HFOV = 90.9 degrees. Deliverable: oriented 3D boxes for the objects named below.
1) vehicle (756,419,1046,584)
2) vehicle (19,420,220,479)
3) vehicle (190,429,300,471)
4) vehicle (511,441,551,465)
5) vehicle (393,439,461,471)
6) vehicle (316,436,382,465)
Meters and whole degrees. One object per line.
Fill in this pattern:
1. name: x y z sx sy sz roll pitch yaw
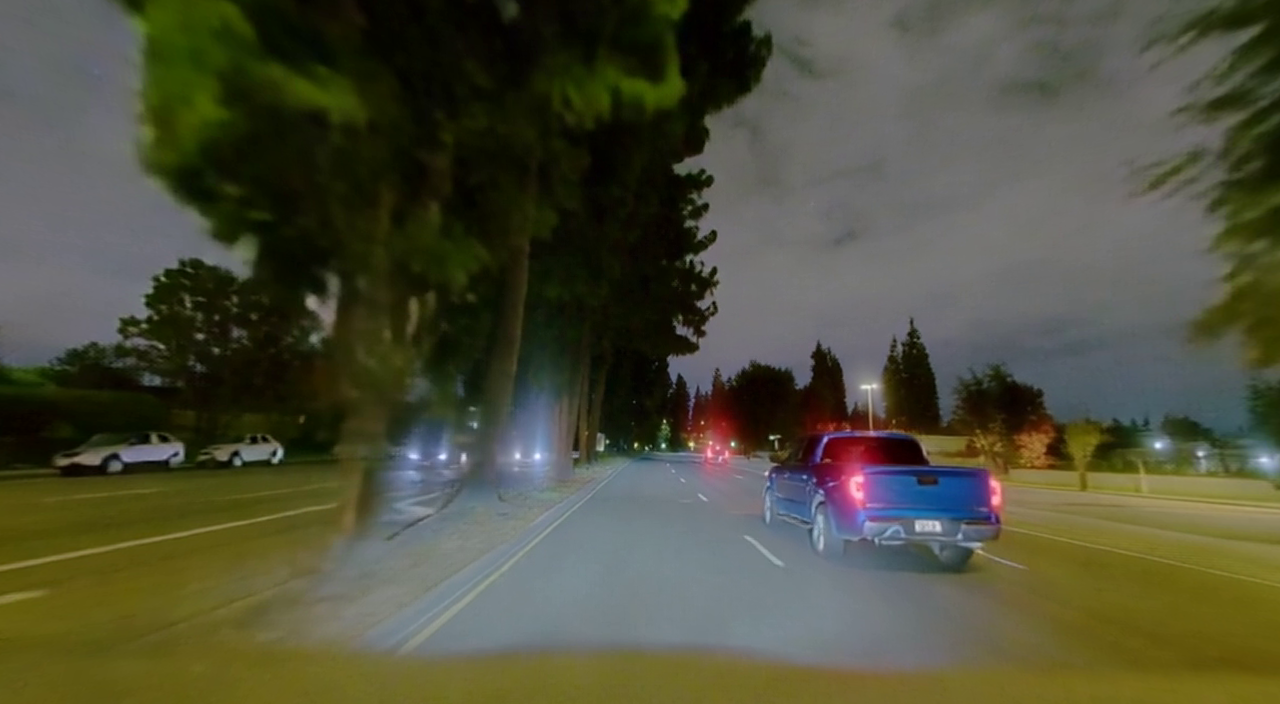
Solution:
1. vehicle: 3.182 1.923 9.004 2.108 1.712 4.616 0 -9 -1
2. vehicle: -18.618 3.564 23.112 2.398 1.883 5.729 0 -9 1
3. vehicle: -18.498 4.624 29.844 2.051 1.821 4.721 0 -9 1
4. vehicle: -7.895 7.342 46.079 2.121 1.639 4.525 0 -9 0
5. vehicle: -10.937 5.316 32.720 1.999 1.519 4.249 0 -9 1
6. vehicle: -18.606 6.315 40.577 2.025 1.766 4.620 0 -9 0
